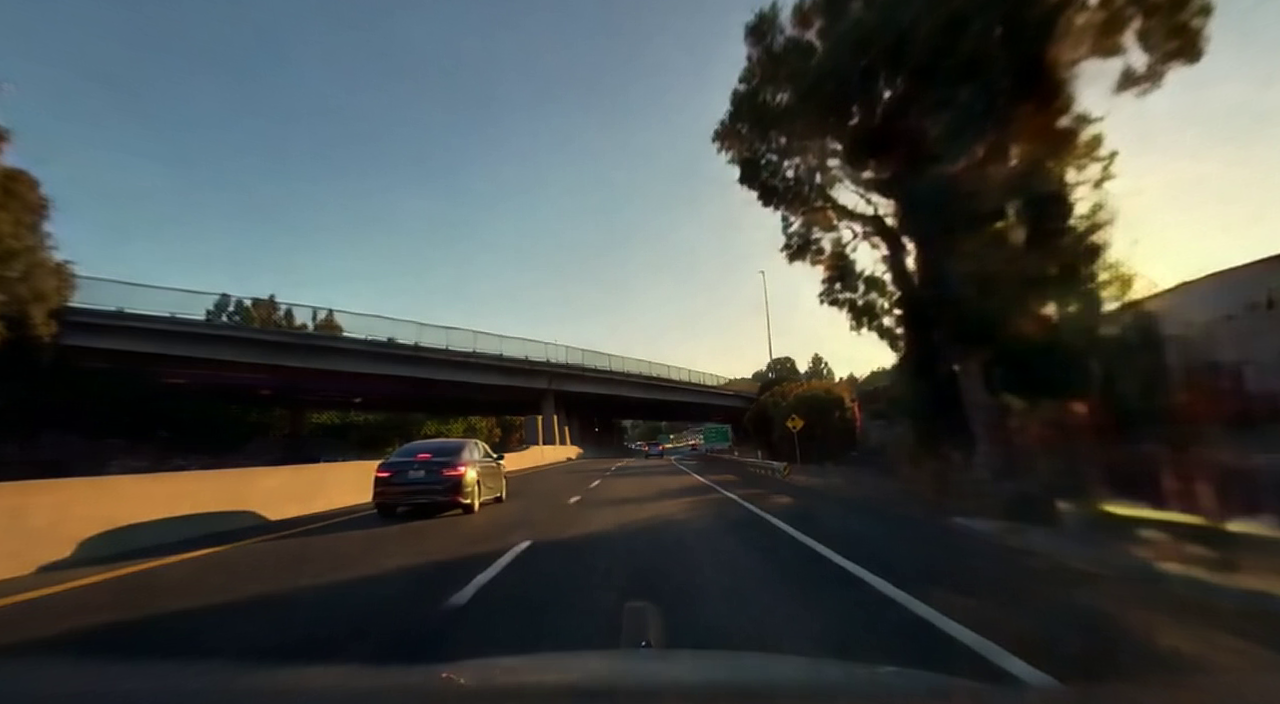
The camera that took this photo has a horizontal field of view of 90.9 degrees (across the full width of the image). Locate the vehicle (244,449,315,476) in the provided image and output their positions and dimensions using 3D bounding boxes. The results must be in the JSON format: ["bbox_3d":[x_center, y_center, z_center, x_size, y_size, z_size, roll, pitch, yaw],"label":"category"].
[{"bbox_3d":[-23.452,7.183,41.254,1.860,1.621,4.820,-1,-8,0],"label":"vehicle"}]

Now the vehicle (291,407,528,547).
[{"bbox_3d":[-3.628,2.113,11.457,2.143,1.851,5.817,0,-8,0],"label":"vehicle"}]
